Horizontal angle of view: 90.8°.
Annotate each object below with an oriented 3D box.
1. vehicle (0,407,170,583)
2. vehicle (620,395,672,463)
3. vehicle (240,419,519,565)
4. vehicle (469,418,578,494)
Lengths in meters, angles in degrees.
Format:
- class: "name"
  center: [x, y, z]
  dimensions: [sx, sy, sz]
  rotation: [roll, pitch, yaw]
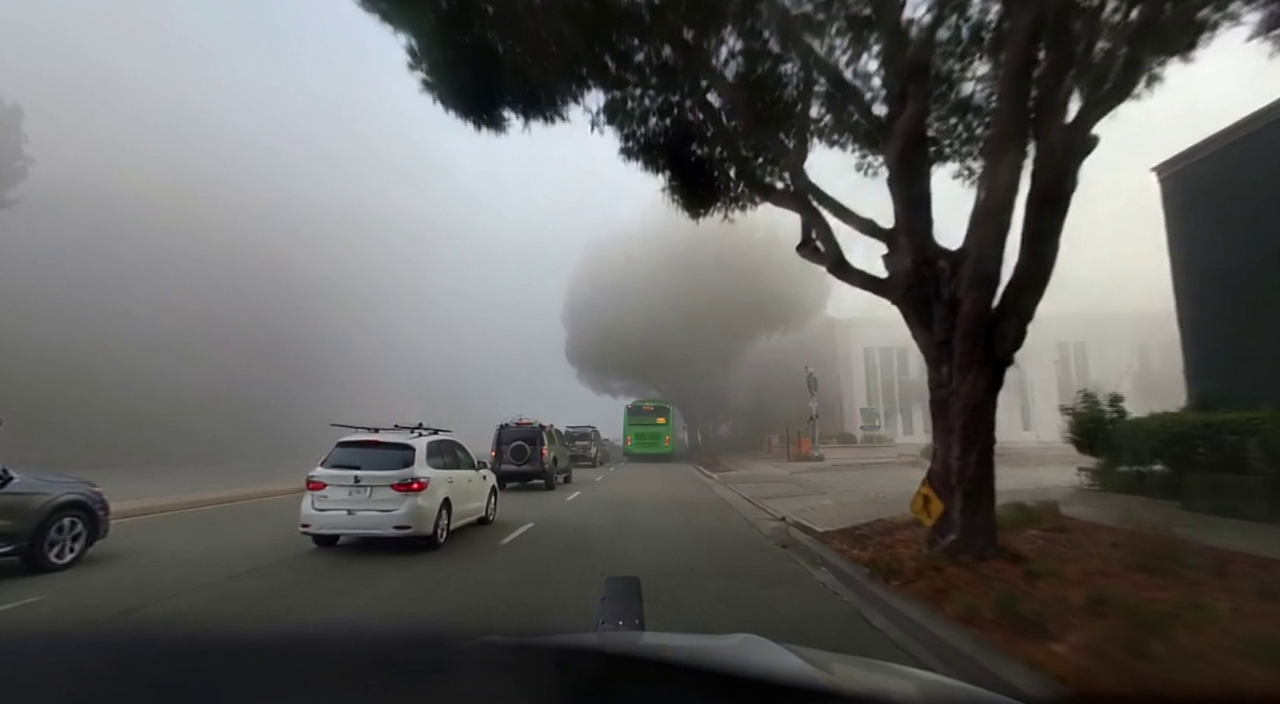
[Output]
- class: "vehicle"
  center: [-7.336, 1.369, 5.992]
  dimensions: [2.252, 1.686, 4.447]
  rotation: [0, -9, 1]
- class: "vehicle"
  center: [0.428, 5.276, 42.018]
  dimensions: [2.970, 3.857, 12.200]
  rotation: [0, -9, 1]
- class: "vehicle"
  center: [-3.294, 1.869, 9.209]
  dimensions: [2.042, 1.571, 4.475]
  rotation: [0, -9, 2]
- class: "vehicle"
  center: [-3.184, 2.991, 18.488]
  dimensions: [2.095, 1.892, 5.043]
  rotation: [0, -8, 1]
